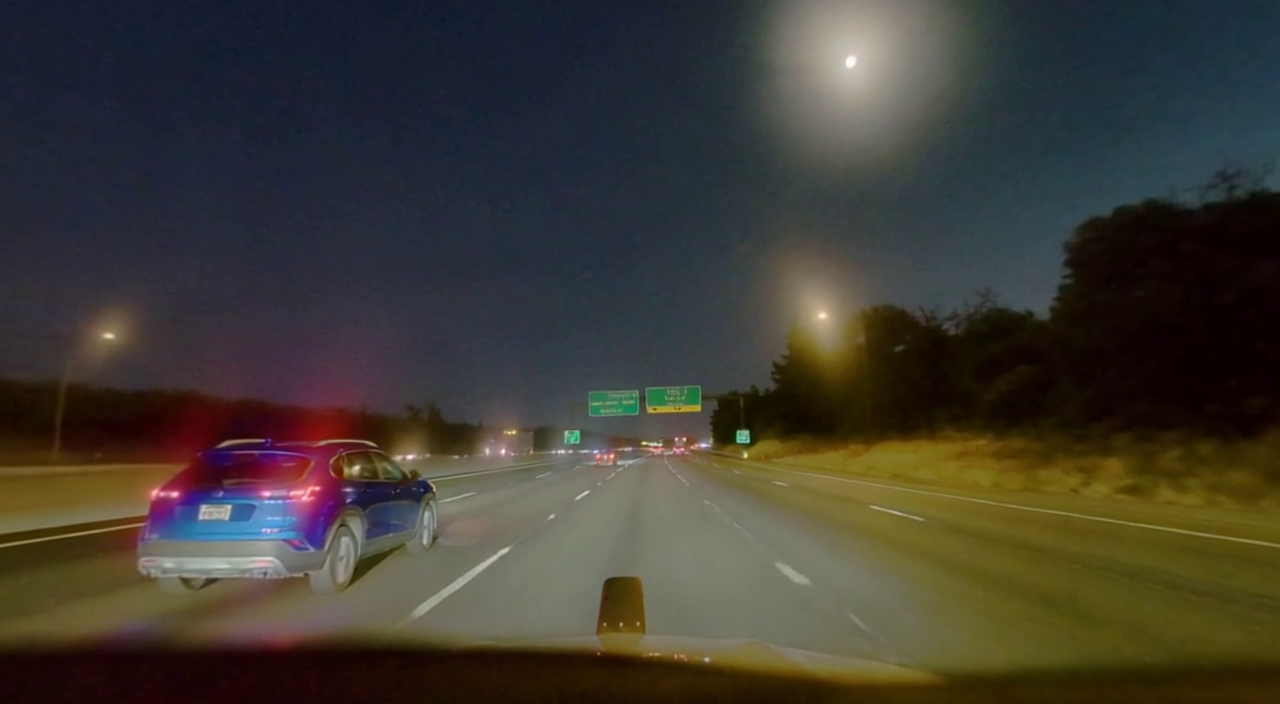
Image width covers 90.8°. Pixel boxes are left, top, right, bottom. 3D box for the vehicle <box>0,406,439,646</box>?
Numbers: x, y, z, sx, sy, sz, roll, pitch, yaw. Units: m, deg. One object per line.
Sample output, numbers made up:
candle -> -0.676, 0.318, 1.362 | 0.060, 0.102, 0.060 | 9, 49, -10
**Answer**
vehicle -> -3.780, 1.501, 6.455 | 2.016, 1.623, 4.126 | 0, -9, 1
